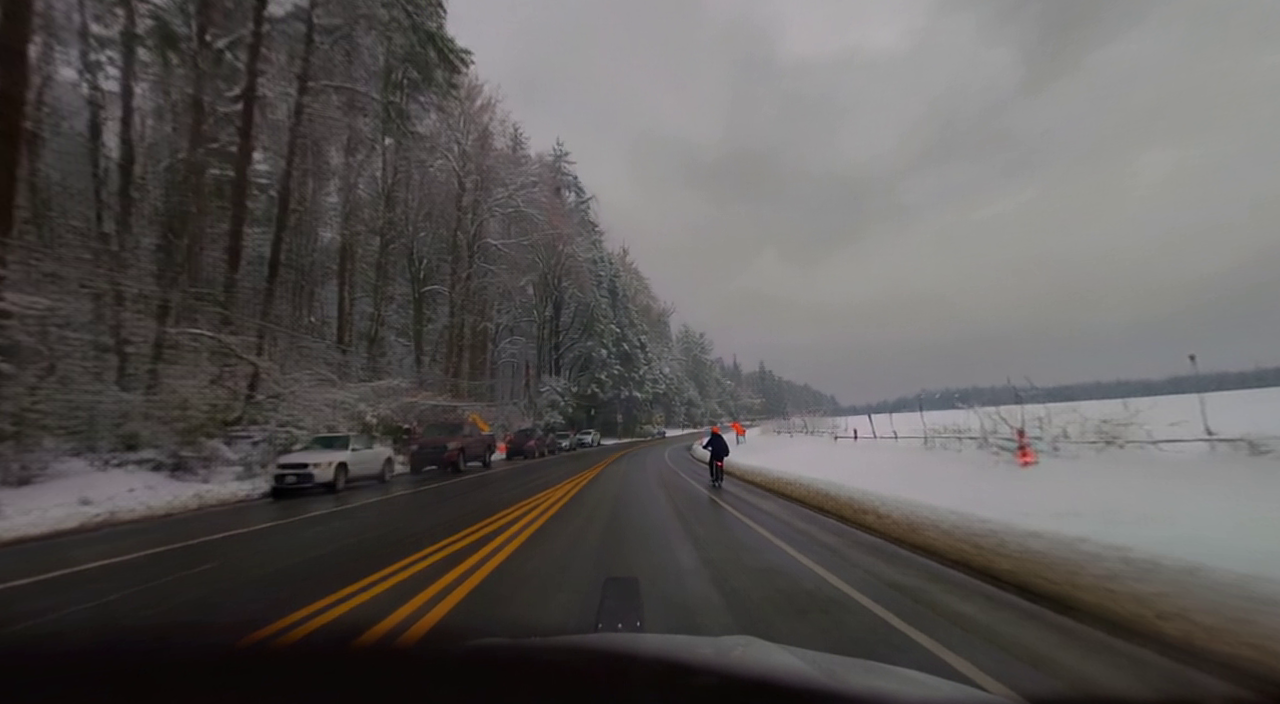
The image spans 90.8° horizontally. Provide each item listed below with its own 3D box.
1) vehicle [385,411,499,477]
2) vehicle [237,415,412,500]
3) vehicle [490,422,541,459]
[{"bbox_3d":[-7.273,3.488,23.964,2.312,2.075,5.748,-3,-9,2],"label":"vehicle"},{"bbox_3d":[-7.739,2.617,16.119,1.991,1.759,4.443,-3,-8,4],"label":"vehicle"},{"bbox_3d":[-7.288,5.277,37.484,1.955,1.908,4.680,-5,-9,0],"label":"vehicle"}]
